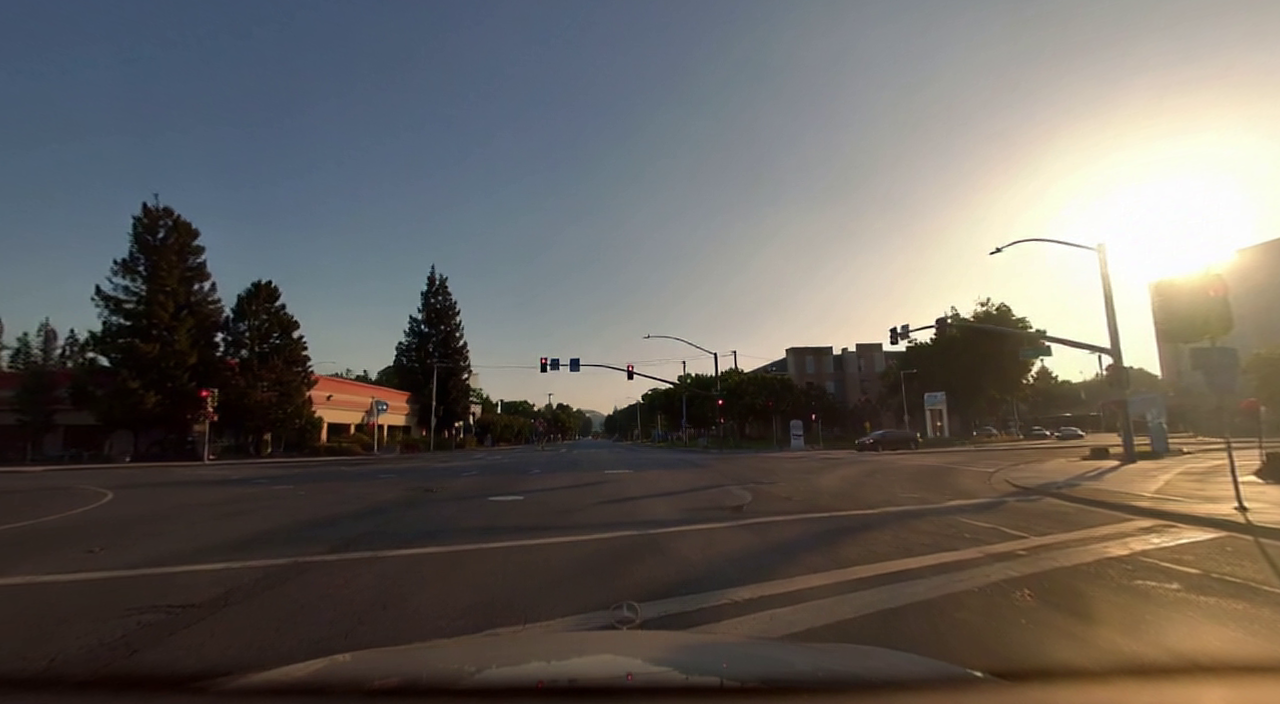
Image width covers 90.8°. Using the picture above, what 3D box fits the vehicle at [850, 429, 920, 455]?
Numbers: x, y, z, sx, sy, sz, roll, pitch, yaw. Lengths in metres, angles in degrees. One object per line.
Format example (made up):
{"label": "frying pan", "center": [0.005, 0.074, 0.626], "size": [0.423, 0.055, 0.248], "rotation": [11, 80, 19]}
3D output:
{"label": "vehicle", "center": [17.651, 6.506, 45.517], "size": [4.600, 1.783, 1.970], "rotation": [4, -10, -26]}
